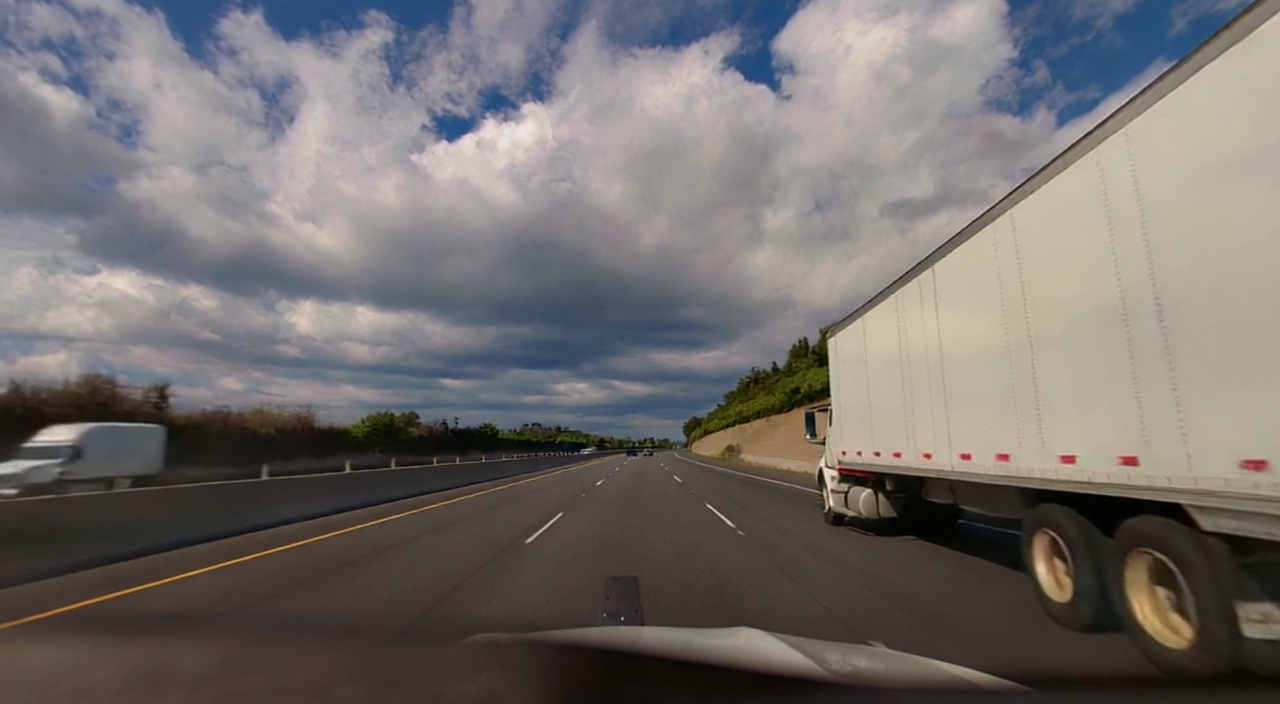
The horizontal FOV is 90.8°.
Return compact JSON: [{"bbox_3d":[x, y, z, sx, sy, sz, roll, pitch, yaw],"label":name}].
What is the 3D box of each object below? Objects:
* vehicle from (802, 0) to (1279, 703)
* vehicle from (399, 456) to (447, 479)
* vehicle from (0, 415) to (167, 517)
[{"bbox_3d":[4.091,0.571,5.939,2.771,3.313,8.121,0,-9,-1],"label":"vehicle"},{"bbox_3d":[-14.691,7.808,42.943,1.904,1.469,3.904,0,-9,0],"label":"vehicle"},{"bbox_3d":[-19.617,3.695,20.783,2.658,2.883,6.850,0,-9,0],"label":"vehicle"}]
